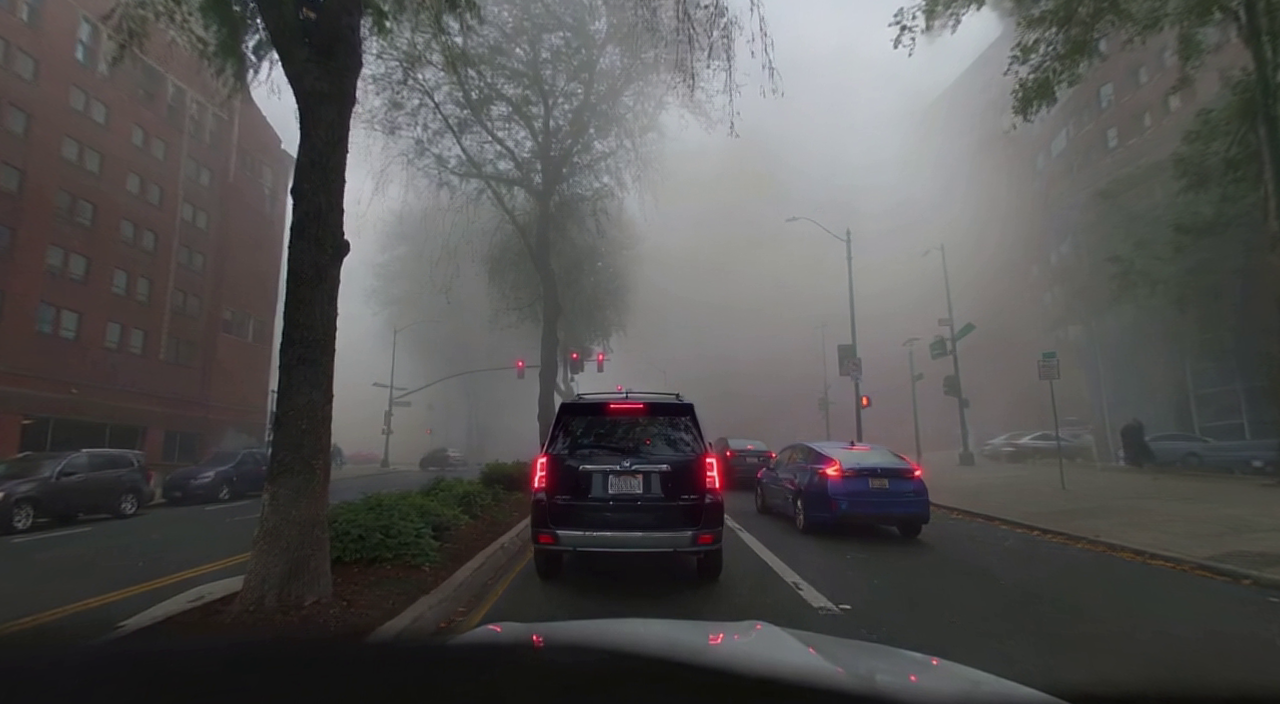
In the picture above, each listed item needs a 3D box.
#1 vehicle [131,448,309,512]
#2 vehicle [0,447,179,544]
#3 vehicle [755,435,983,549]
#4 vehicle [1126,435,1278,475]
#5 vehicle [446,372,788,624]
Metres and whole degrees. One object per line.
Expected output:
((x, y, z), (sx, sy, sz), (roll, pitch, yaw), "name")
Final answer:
((-12.463, 3.782, 19.130), (2.207, 1.648, 4.675), (0, -8, -1), "vehicle")
((-12.542, 2.918, 13.452), (1.891, 1.723, 4.360), (0, -8, 1), "vehicle")
((3.289, 2.085, 10.075), (2.056, 1.422, 4.130), (0, -8, -1), "vehicle")
((22.154, 4.053, 24.973), (4.055, 1.469, 1.848), (-4, -9, 25), "vehicle")
((-0.159, 1.362, 6.755), (2.453, 1.816, 4.300), (0, -8, 0), "vehicle")
